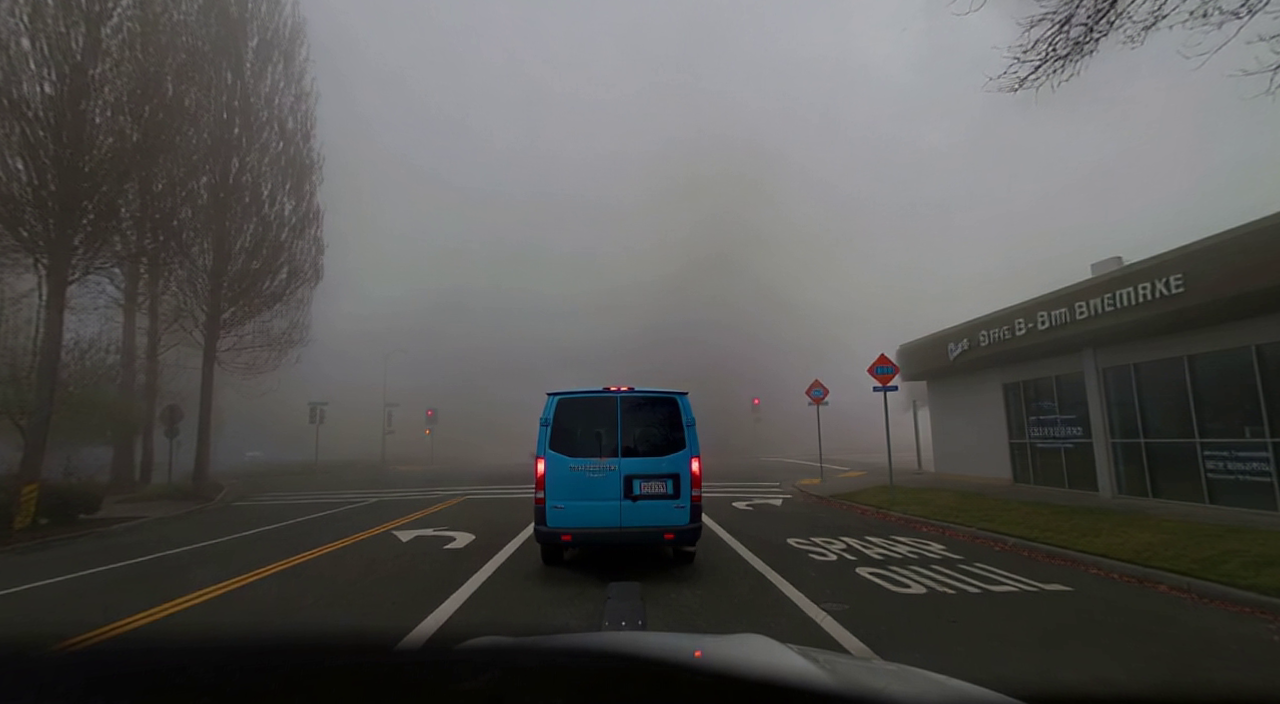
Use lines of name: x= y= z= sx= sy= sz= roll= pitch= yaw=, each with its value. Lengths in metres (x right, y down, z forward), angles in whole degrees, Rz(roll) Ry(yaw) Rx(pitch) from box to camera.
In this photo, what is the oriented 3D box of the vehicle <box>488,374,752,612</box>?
vehicle: x=-0.293 y=1.467 z=7.295 sx=2.181 sy=1.949 sz=3.932 roll=1 pitch=-9 yaw=-4
